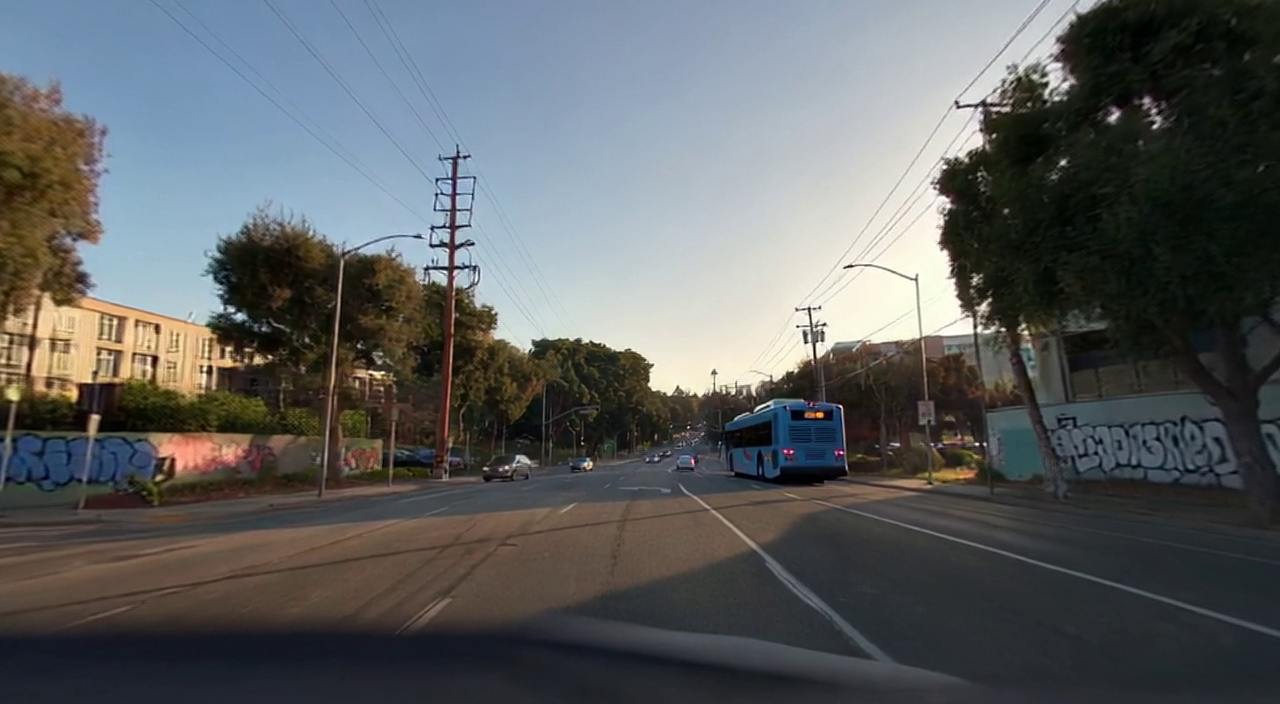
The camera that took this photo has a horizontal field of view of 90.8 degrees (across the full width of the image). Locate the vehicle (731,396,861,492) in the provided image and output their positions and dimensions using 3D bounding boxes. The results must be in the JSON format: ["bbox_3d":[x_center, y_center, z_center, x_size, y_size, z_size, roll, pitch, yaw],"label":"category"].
[{"bbox_3d":[6.518,4.243,29.139,3.045,3.447,12.604,0,-8,1],"label":"vehicle"}]

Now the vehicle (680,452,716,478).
[{"bbox_3d":[3.624,7.162,40.232,1.961,1.470,4.196,0,-8,0],"label":"vehicle"}]

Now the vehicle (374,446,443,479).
[{"bbox_3d":[-16.853,8.021,46.113,4.244,2.316,1.959,-1,-8,2],"label":"vehicle"}]

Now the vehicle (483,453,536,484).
[{"bbox_3d":[-7.804,7.006,38.253,2.011,1.672,4.637,-1,-8,3],"label":"vehicle"}]
